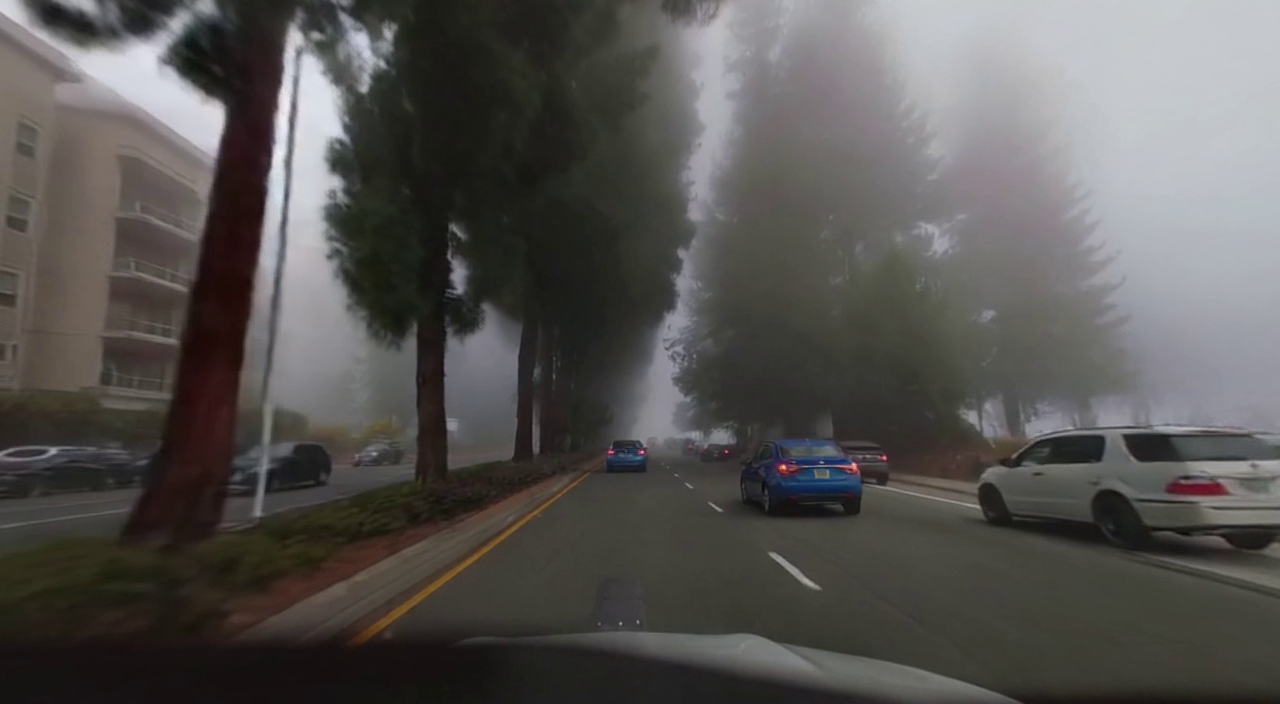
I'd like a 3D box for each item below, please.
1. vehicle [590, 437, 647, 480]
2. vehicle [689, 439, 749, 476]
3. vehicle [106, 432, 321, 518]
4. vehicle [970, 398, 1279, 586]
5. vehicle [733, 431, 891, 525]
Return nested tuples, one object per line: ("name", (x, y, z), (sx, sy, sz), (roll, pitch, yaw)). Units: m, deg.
("vehicle", (-0.763, 4.041, 24.156), (1.994, 1.479, 3.647), (0, -9, 0))
("vehicle", (3.285, 4.484, 27.065), (1.908, 1.453, 4.230), (0, -9, -1))
("vehicle", (-9.197, 2.658, 14.190), (1.953, 1.612, 4.204), (0, -9, -2))
("vehicle", (7.144, 1.729, 8.681), (2.224, 1.772, 5.325), (0, -9, -1))
("vehicle", (3.072, 2.323, 12.187), (1.852, 1.498, 3.825), (0, -9, -2))
